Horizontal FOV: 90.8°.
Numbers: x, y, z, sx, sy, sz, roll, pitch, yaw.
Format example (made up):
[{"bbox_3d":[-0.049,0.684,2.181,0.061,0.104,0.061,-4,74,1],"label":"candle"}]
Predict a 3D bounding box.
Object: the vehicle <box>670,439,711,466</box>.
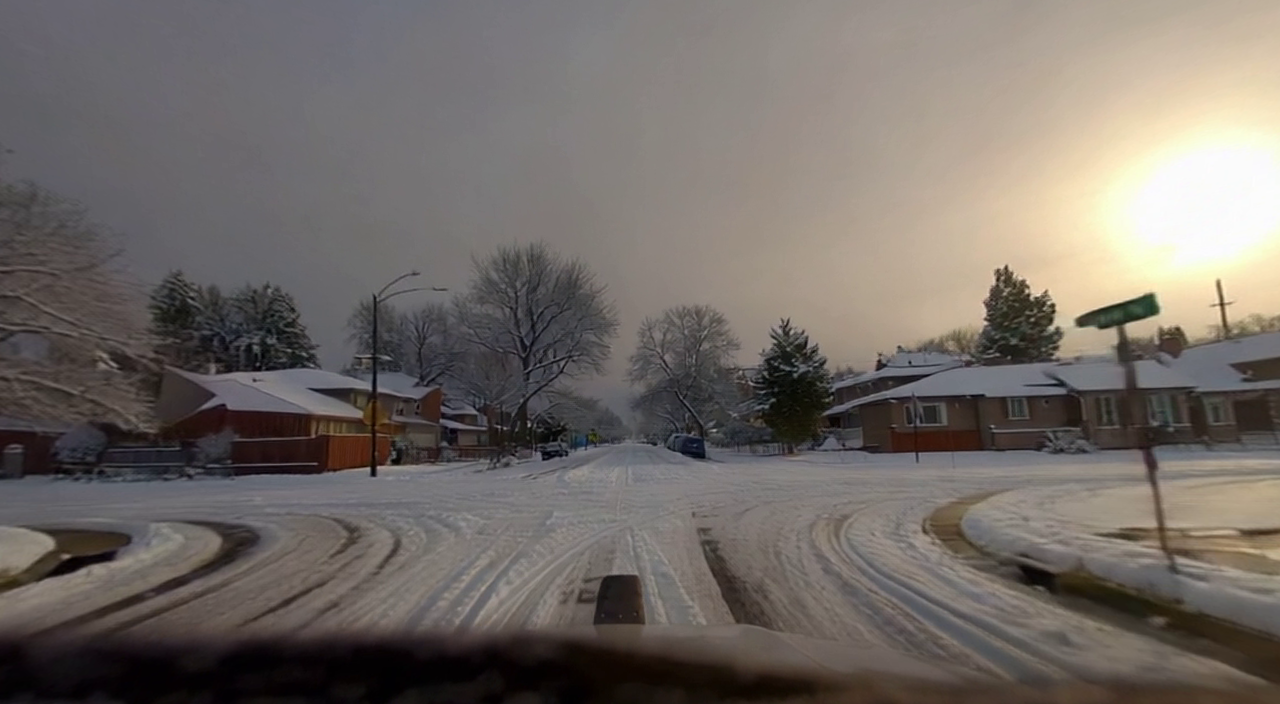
[{"bbox_3d":[2.919,5.928,37.335,1.881,1.487,4.183,0,-8,-3],"label":"vehicle"}]
